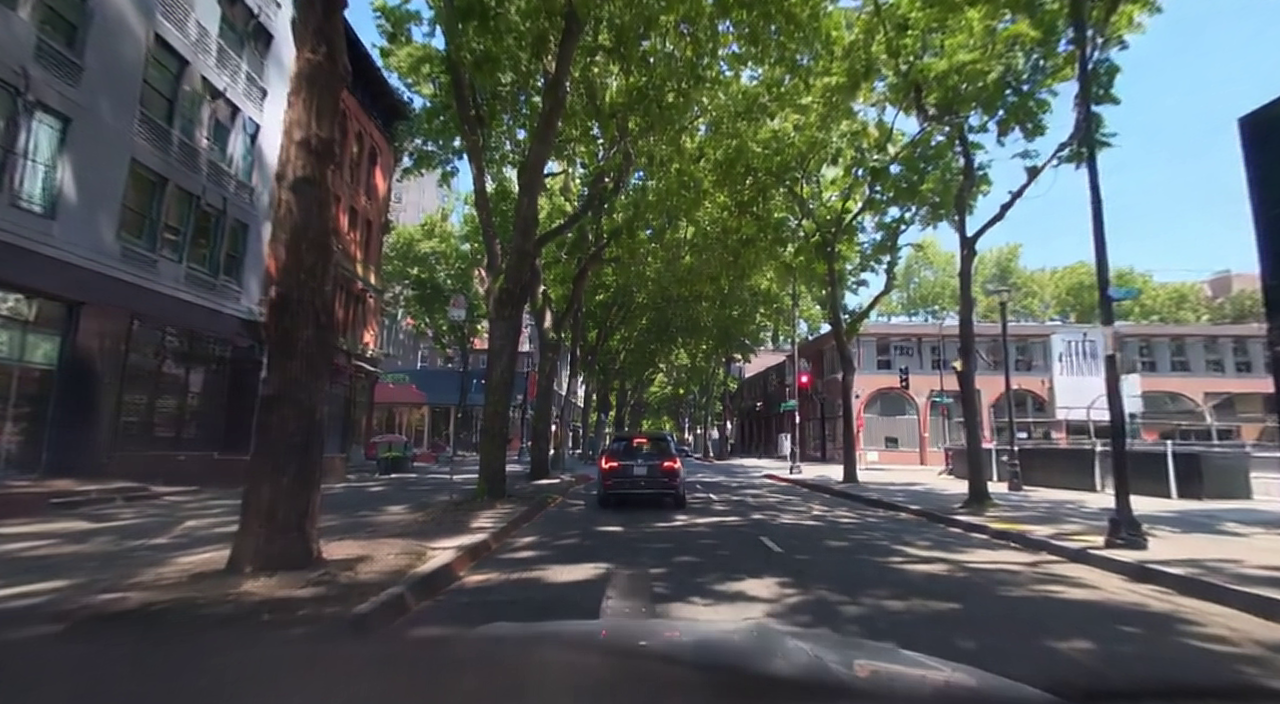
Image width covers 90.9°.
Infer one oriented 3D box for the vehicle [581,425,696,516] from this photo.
[{"bbox_3d":[-0.069,2.449,13.439,2.079,1.621,3.861,0,-9,-1],"label":"vehicle"}]
